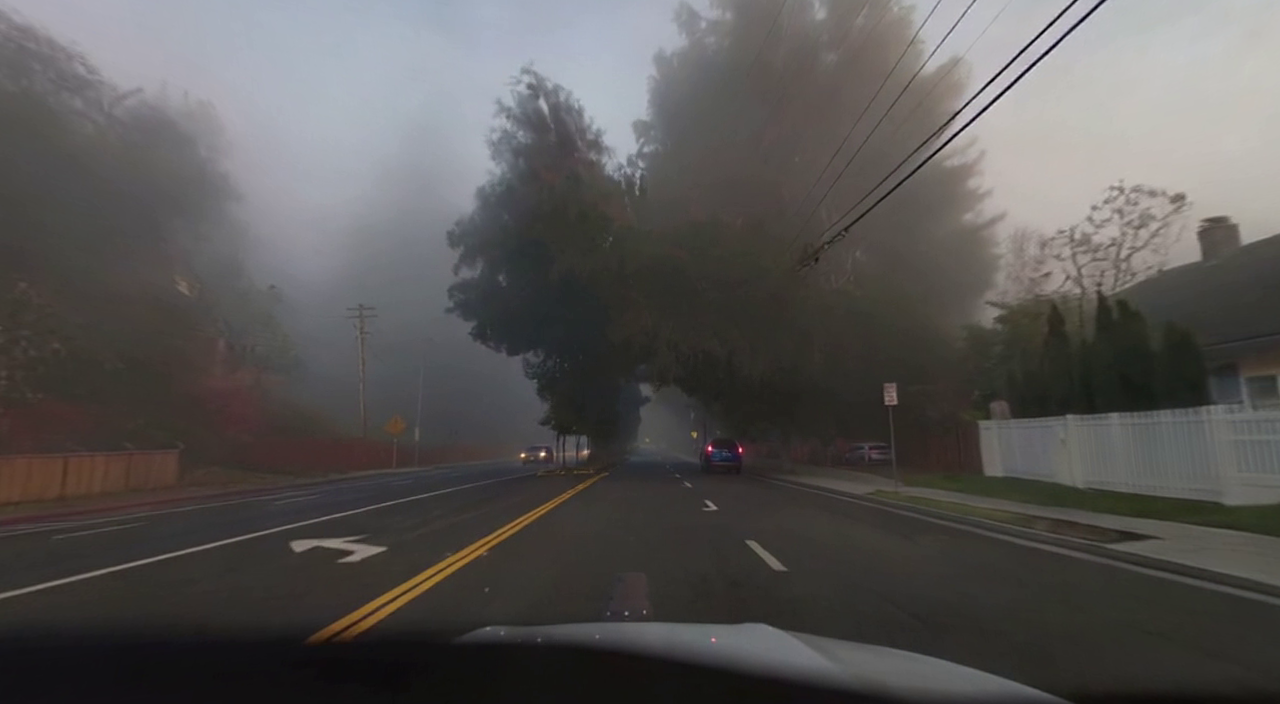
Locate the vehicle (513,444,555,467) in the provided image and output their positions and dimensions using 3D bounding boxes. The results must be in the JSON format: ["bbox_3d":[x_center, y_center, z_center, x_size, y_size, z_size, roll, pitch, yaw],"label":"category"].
[{"bbox_3d":[-8.009,7.822,47.887,2.179,1.613,4.516,-1,-9,3],"label":"vehicle"}]

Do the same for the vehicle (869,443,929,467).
[{"bbox_3d":[16.153,6.413,39.501,1.747,1.405,4.372,0,-9,-2],"label":"vehicle"}]

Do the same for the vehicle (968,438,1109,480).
[{"bbox_3d":[15.418,4.138,24.595,4.135,1.558,1.929,0,-8,3],"label":"vehicle"}]

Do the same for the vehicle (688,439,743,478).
[{"bbox_3d":[3.765,5.426,32.361,2.144,1.843,4.827,0,-9,-1],"label":"vehicle"}]

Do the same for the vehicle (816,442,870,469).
[{"bbox_3d":[12.455,6.384,38.987,1.970,1.561,4.725,-1,-9,3],"label":"vehicle"}]
